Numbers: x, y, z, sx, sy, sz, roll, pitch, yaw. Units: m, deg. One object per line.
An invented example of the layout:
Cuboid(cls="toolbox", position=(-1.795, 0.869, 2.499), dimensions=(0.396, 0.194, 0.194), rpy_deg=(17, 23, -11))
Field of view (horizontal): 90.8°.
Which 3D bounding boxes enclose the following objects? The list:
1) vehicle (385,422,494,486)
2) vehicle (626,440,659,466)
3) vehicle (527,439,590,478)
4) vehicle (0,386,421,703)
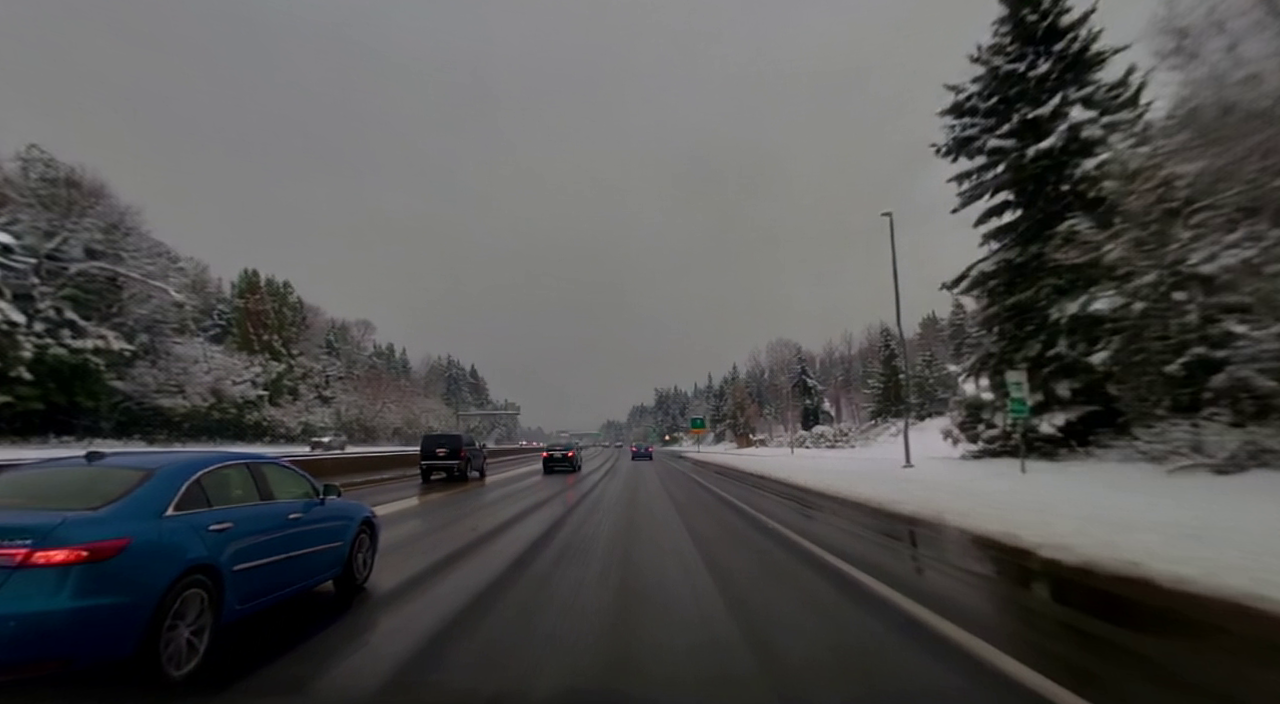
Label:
Cuboid(cls="vehicle", position=(-6.972, 3.617, 22.668), dimensions=(2.171, 1.982, 5.246), rpy_deg=(0, -8, 0))
Cuboid(cls="vehicle", position=(0.112, 6.417, 40.263), dimensions=(2.018, 1.508, 4.087), rpy_deg=(0, -8, -1))
Cuboid(cls="vehicle", position=(-3.362, 4.481, 26.945), dimensions=(2.068, 1.501, 4.395), rpy_deg=(0, -8, 0))
Cuboid(cls="vehicle", position=(-3.318, 1.194, 4.359), dimensions=(2.025, 1.506, 4.429), rpy_deg=(0, -8, 0))
